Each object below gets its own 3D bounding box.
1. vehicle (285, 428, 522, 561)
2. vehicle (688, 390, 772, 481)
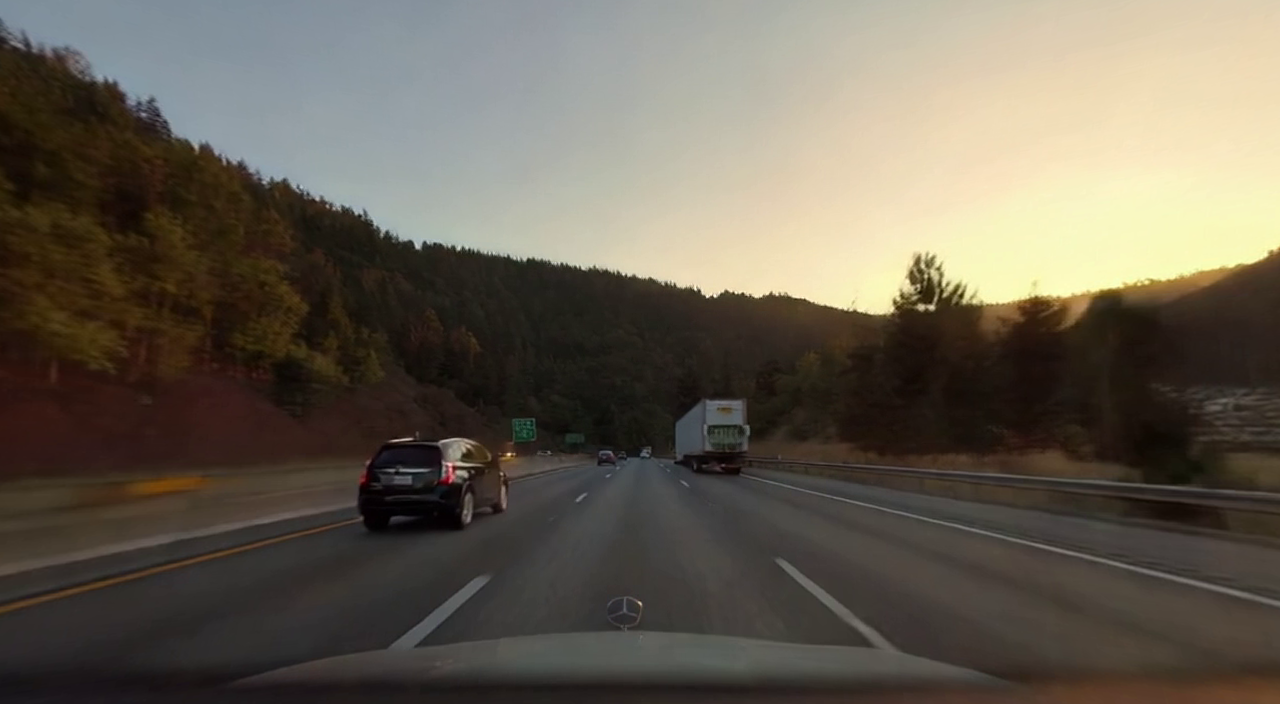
[{"bbox_3d":[-3.169,1.999,9.499,1.944,1.548,4.051,0,-9,1],"label":"vehicle"},{"bbox_3d":[4.056,4.000,29.983,3.016,3.891,5.767,0,-9,-1],"label":"vehicle"}]
